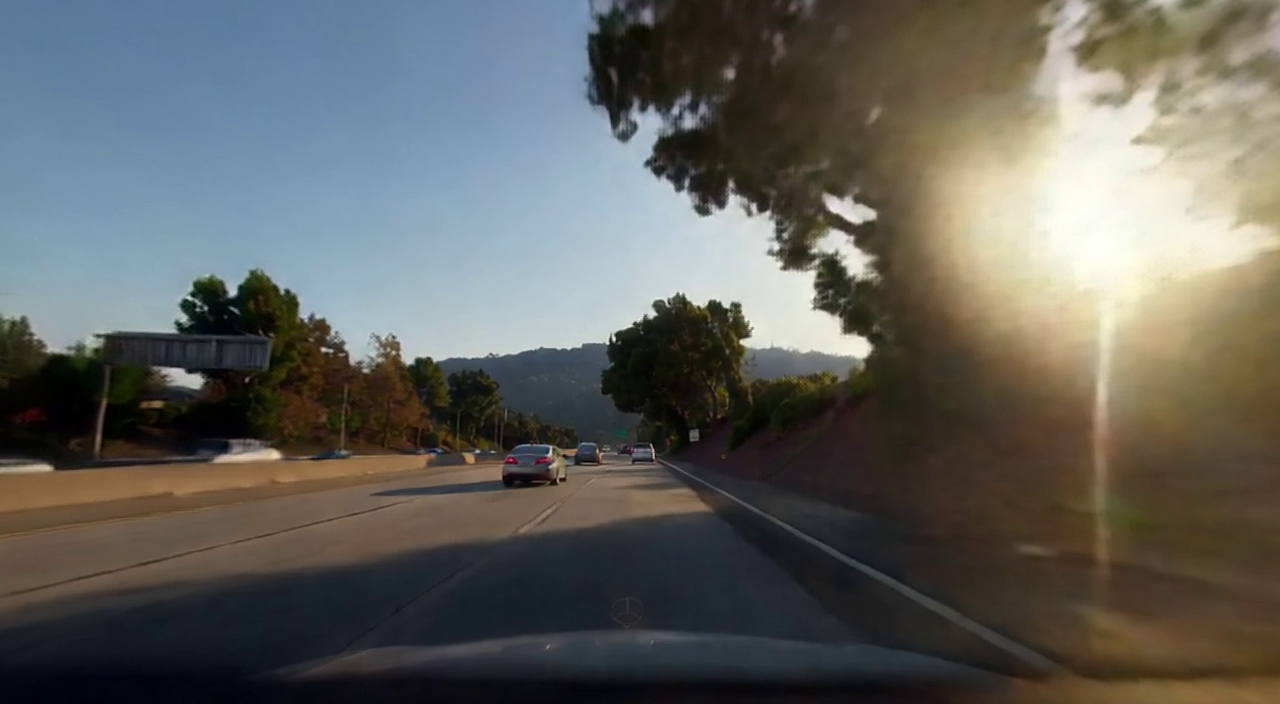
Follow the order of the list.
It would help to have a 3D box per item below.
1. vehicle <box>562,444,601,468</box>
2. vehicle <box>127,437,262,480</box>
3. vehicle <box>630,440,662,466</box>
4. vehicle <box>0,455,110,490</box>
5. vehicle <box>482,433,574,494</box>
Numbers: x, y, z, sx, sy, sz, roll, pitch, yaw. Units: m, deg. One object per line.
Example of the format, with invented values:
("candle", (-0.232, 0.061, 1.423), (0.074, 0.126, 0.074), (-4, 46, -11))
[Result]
("vehicle", (-3.717, 6.691, 40.491), (2.055, 1.431, 3.921), (0, -8, 0))
("vehicle", (-21.274, 5.083, 30.420), (2.269, 1.861, 5.777), (0, -8, 1))
("vehicle", (0.407, 7.405, 46.321), (2.285, 1.797, 4.478), (0, -8, 0))
("vehicle", (-28.906, 5.796, 30.616), (1.822, 1.471, 4.808), (0, -8, 2))
("vehicle", (-3.342, 3.425, 19.638), (2.056, 1.679, 4.204), (0, -8, 1))
